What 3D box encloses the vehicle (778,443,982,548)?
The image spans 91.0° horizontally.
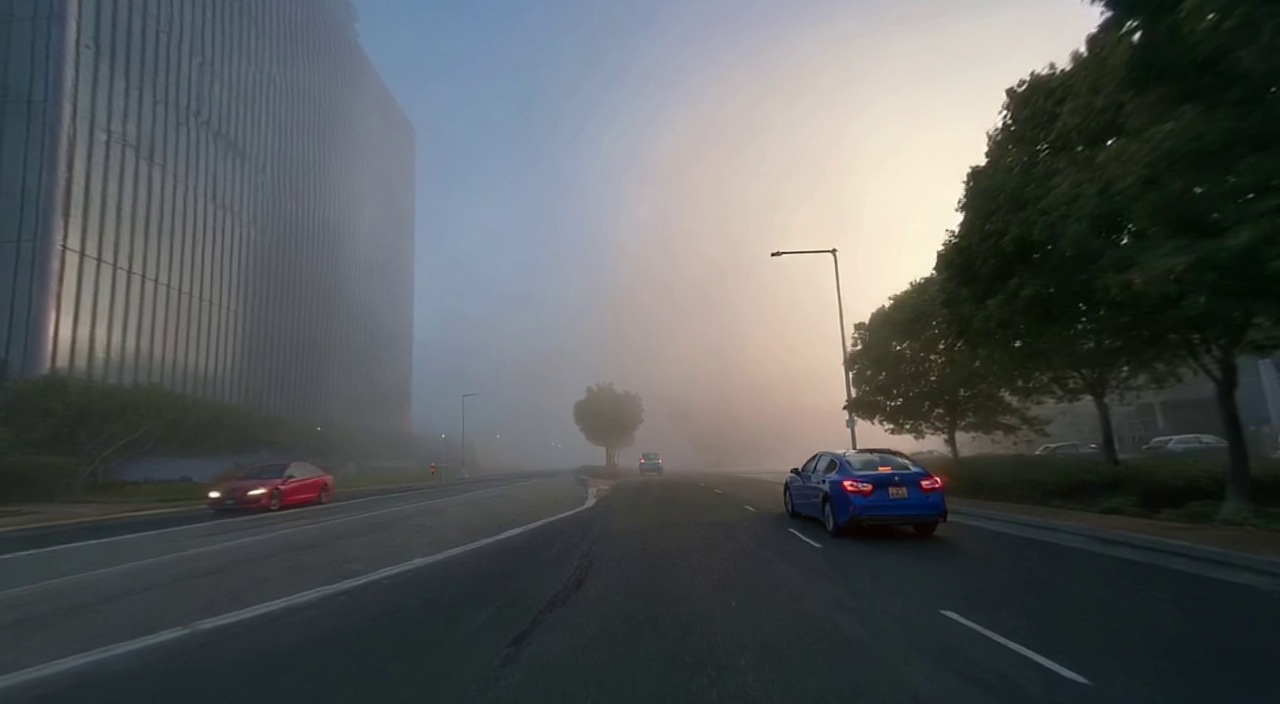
[{"bbox_3d":[3.944,2.410,11.256,1.993,1.501,4.127,0,-9,0],"label":"vehicle"}]

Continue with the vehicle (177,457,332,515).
[{"bbox_3d":[-11.757,4.084,19.628,1.975,1.517,4.373,0,-9,1],"label":"vehicle"}]

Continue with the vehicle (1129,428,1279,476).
[{"bbox_3d":[21.757,3.762,23.737,4.969,1.697,1.947,0,-9,-2],"label":"vehicle"}]
